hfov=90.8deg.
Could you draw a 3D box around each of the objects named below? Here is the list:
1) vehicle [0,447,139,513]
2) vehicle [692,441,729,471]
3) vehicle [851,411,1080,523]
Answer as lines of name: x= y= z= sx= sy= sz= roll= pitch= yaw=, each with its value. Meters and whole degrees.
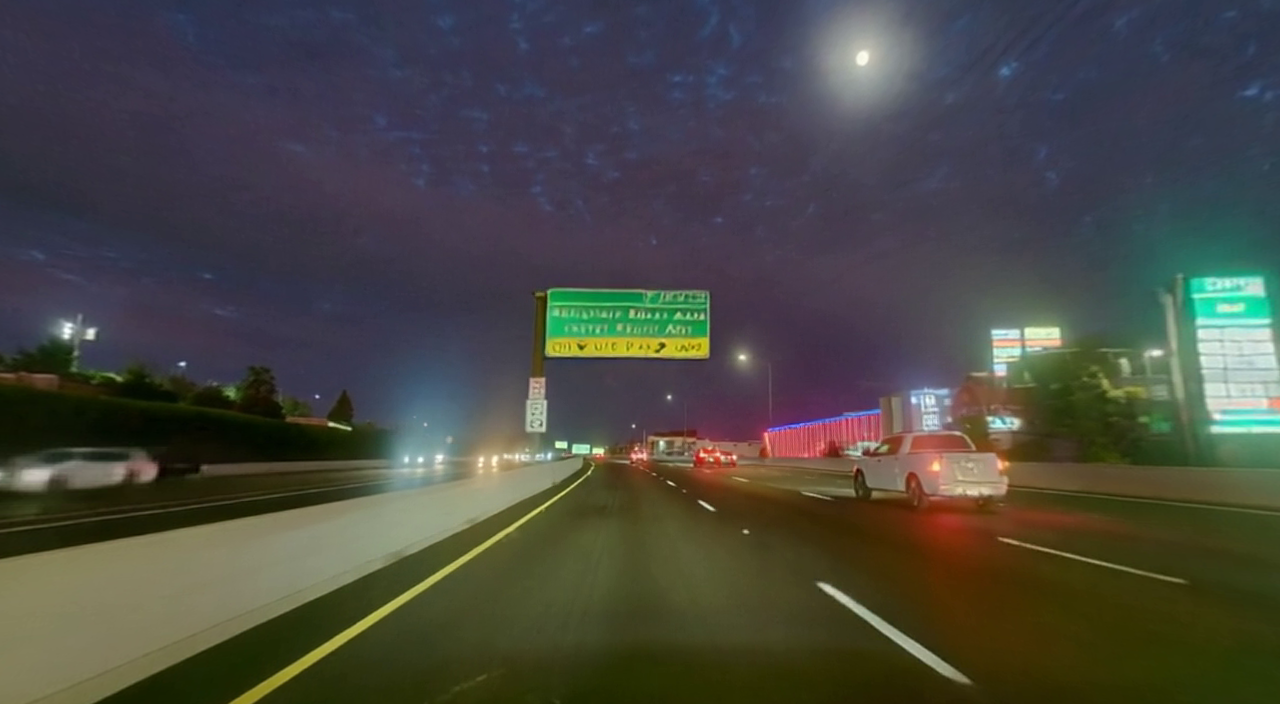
vehicle: x=-16.992 y=3.493 z=17.677 sx=2.079 sy=1.623 sz=4.775 roll=0 pitch=-9 yaw=-1
vehicle: x=5.424 y=8.072 z=49.096 sx=2.043 sy=2.154 sz=4.731 roll=1 pitch=-9 yaw=-4
vehicle: x=6.600 y=2.417 z=13.715 sx=2.181 sy=1.952 sz=4.973 roll=0 pitch=-9 yaw=-2
